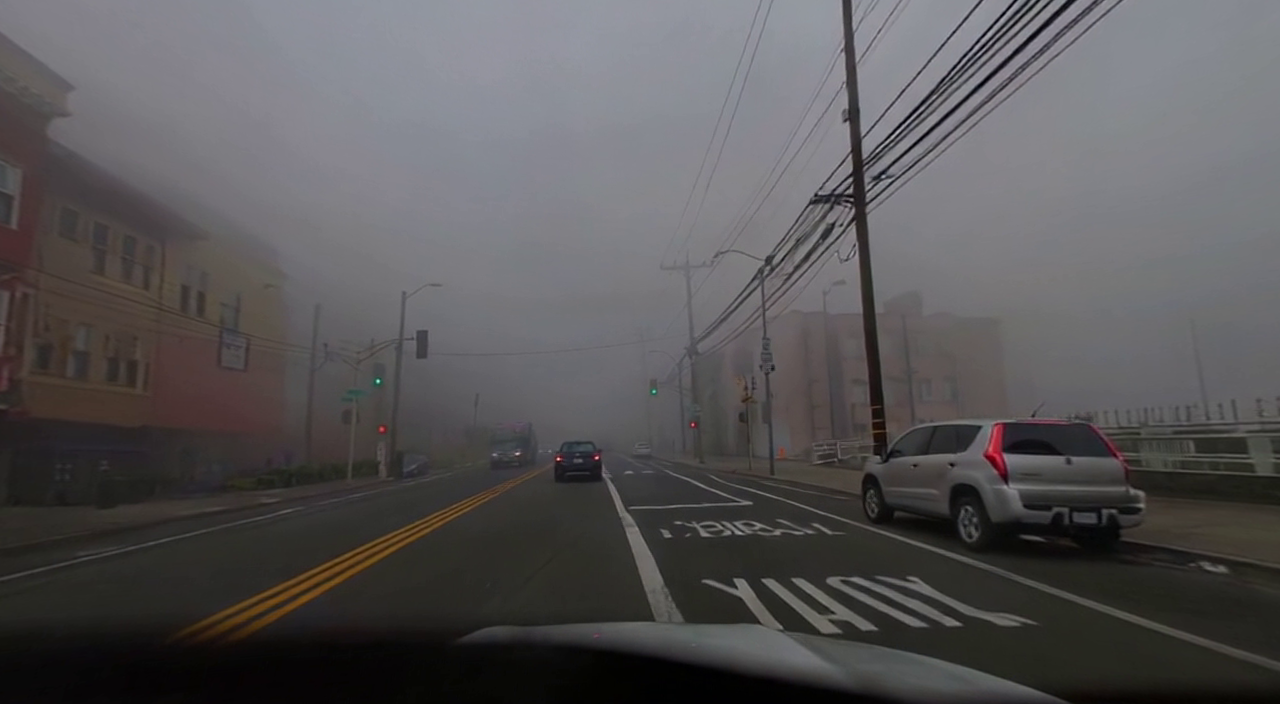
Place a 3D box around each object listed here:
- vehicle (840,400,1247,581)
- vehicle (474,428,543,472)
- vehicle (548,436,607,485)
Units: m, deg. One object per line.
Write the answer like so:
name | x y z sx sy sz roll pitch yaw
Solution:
vehicle | 5.276 1.895 9.688 2.197 1.917 5.637 0 -8 -4
vehicle | -7.490 5.723 37.088 2.704 2.334 7.209 0 -8 -2
vehicle | -2.246 3.995 23.557 1.980 1.635 3.795 0 -8 -3
